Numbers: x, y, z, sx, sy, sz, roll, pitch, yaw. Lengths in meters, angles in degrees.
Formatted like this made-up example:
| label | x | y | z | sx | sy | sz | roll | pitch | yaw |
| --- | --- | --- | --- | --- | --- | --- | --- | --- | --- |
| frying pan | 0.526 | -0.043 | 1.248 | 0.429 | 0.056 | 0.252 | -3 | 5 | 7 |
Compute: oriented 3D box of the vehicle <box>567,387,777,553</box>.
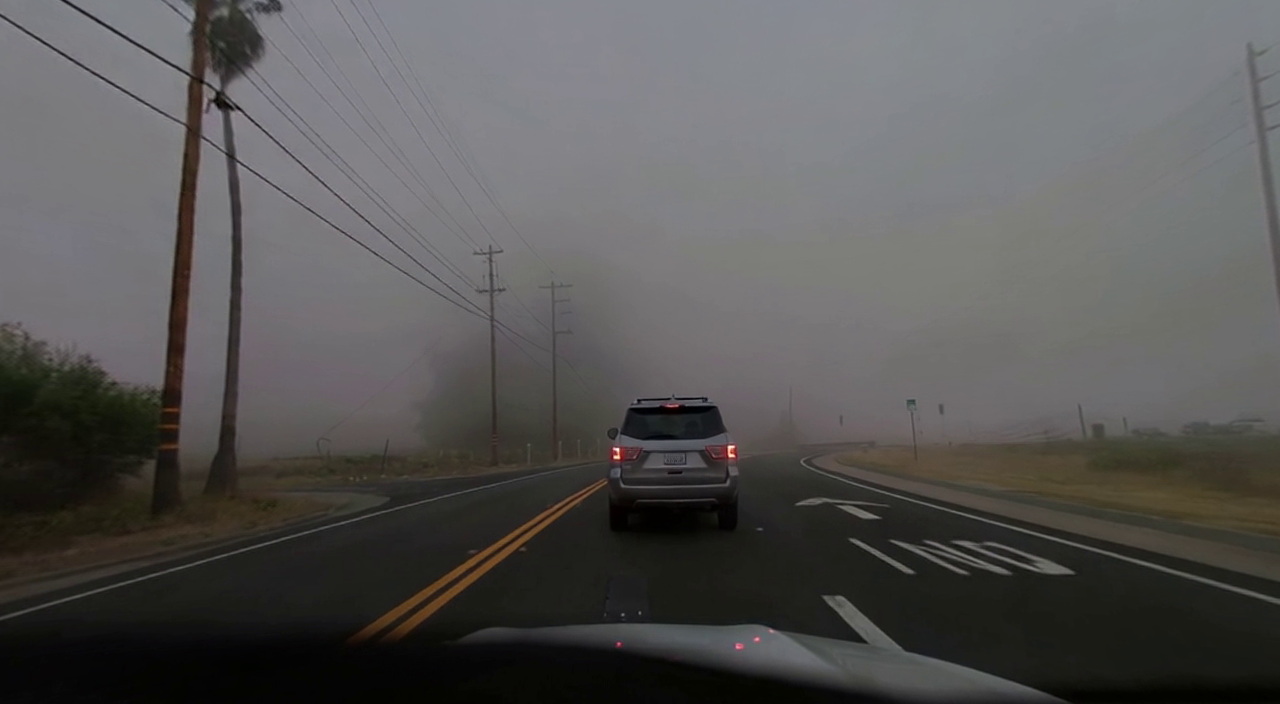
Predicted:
| label | x | y | z | sx | sy | sz | roll | pitch | yaw |
| --- | --- | --- | --- | --- | --- | --- | --- | --- | --- |
| vehicle | 0.322 | 1.650 | 9.462 | 2.364 | 1.859 | 4.538 | 0 | -8 | -1 |
